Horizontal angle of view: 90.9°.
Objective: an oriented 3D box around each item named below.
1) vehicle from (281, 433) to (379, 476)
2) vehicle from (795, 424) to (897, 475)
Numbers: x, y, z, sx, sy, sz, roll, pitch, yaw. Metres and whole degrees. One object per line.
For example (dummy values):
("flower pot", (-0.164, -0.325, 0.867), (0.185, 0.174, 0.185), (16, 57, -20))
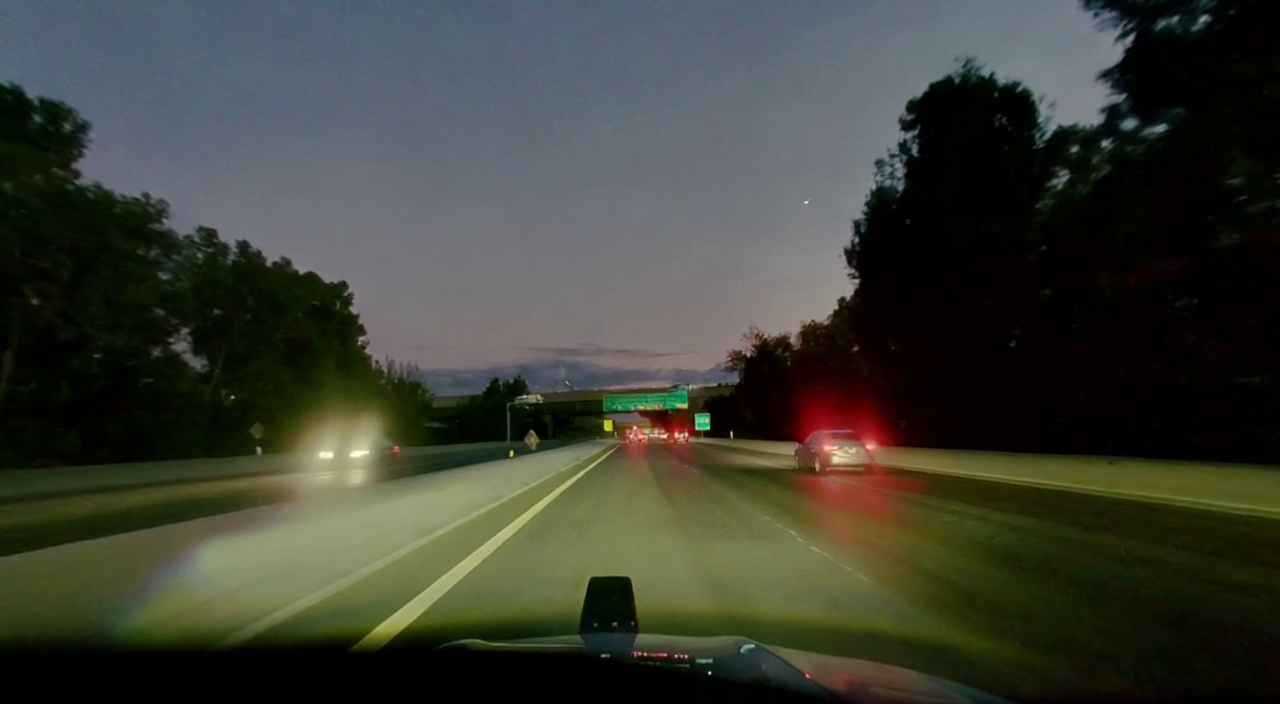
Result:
("vehicle", (-12.841, 4.253, 26.467), (1.932, 1.630, 4.386), (0, -8, -1))
("vehicle", (6.991, 3.334, 21.865), (1.940, 1.578, 4.122), (0, -8, -3))
